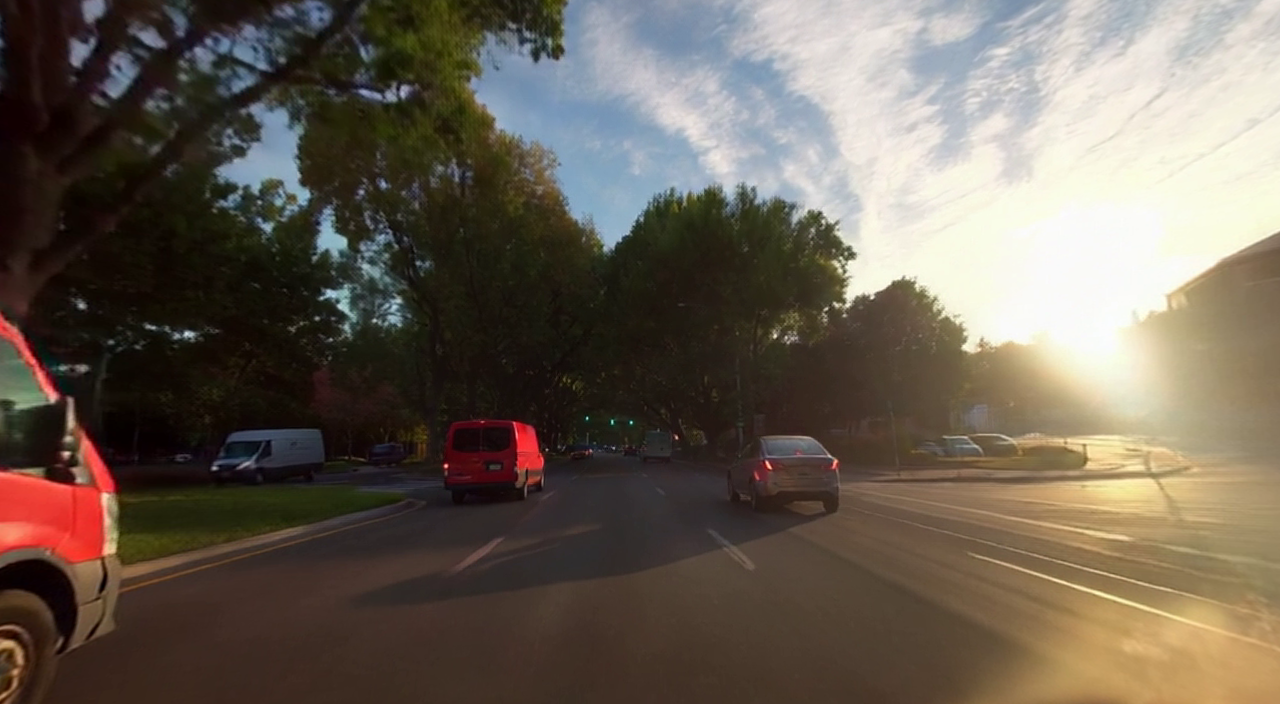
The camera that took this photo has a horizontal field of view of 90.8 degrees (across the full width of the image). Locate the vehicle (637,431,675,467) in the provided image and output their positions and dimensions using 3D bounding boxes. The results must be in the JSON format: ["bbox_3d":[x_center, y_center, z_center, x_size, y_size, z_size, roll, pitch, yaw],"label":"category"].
[{"bbox_3d":[1.118,7.284,47.568,2.397,2.566,5.324,0,-9,-4],"label":"vehicle"}]

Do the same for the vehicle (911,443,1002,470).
[{"bbox_3d":[17.916,5.899,35.828,4.210,1.480,1.922,2,-9,-11],"label":"vehicle"}]

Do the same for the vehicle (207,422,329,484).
[{"bbox_3d":[-23.636,6.493,40.854,2.883,3.560,8.400,0,-9,-1],"label":"vehicle"}]

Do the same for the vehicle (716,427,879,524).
[{"bbox_3d":[3.027,2.504,13.339,2.087,1.658,4.612,0,-9,-2],"label":"vehicle"}]

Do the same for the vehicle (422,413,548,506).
[{"bbox_3d":[-4.069,2.945,17.579,2.420,2.227,4.499,0,-9,-1],"label":"vehicle"}]
